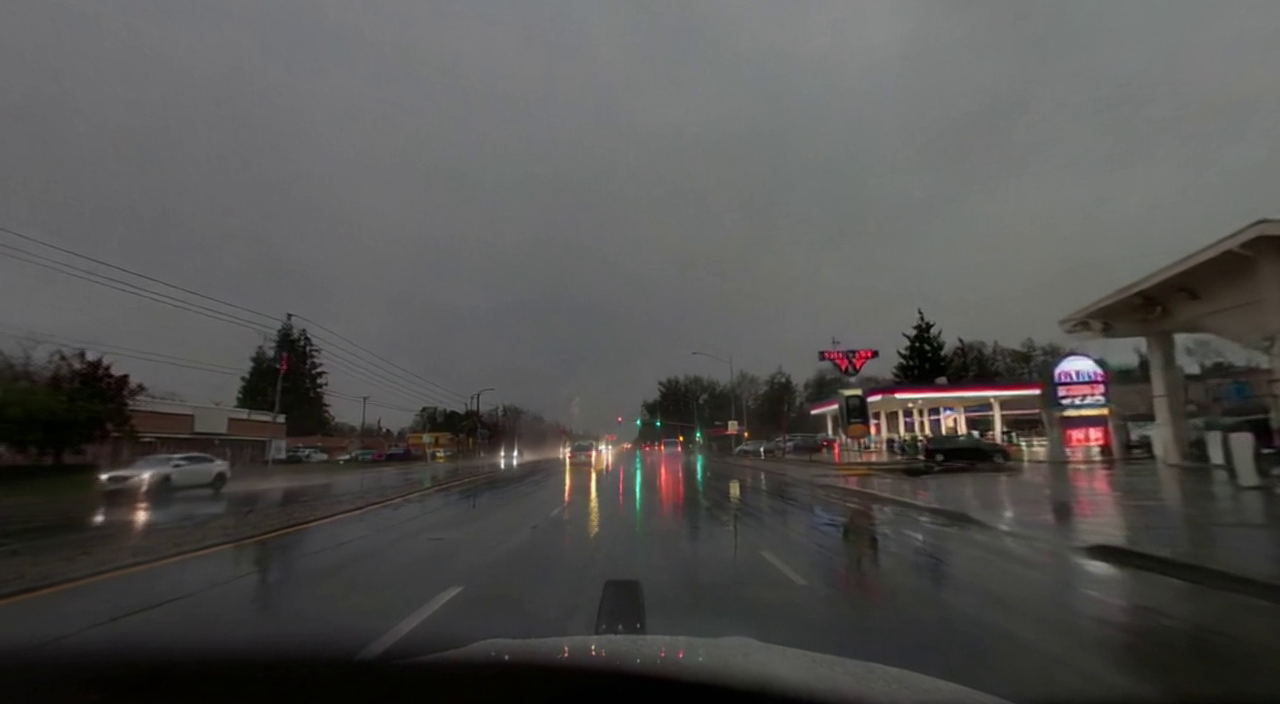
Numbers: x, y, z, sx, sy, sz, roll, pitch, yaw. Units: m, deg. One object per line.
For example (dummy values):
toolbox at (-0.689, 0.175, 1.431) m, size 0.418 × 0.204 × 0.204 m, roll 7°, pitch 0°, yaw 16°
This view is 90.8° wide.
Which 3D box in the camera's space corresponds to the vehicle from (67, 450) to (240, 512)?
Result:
vehicle at (-14.661, 3.849, 19.440) m, size 1.939 × 1.594 × 4.284 m, roll -2°, pitch -8°, yaw -1°

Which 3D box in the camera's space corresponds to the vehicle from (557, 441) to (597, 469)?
vehicle at (-3.906, 6.510, 40.143) m, size 2.040 × 1.661 × 4.573 m, roll 0°, pitch -8°, yaw 1°
